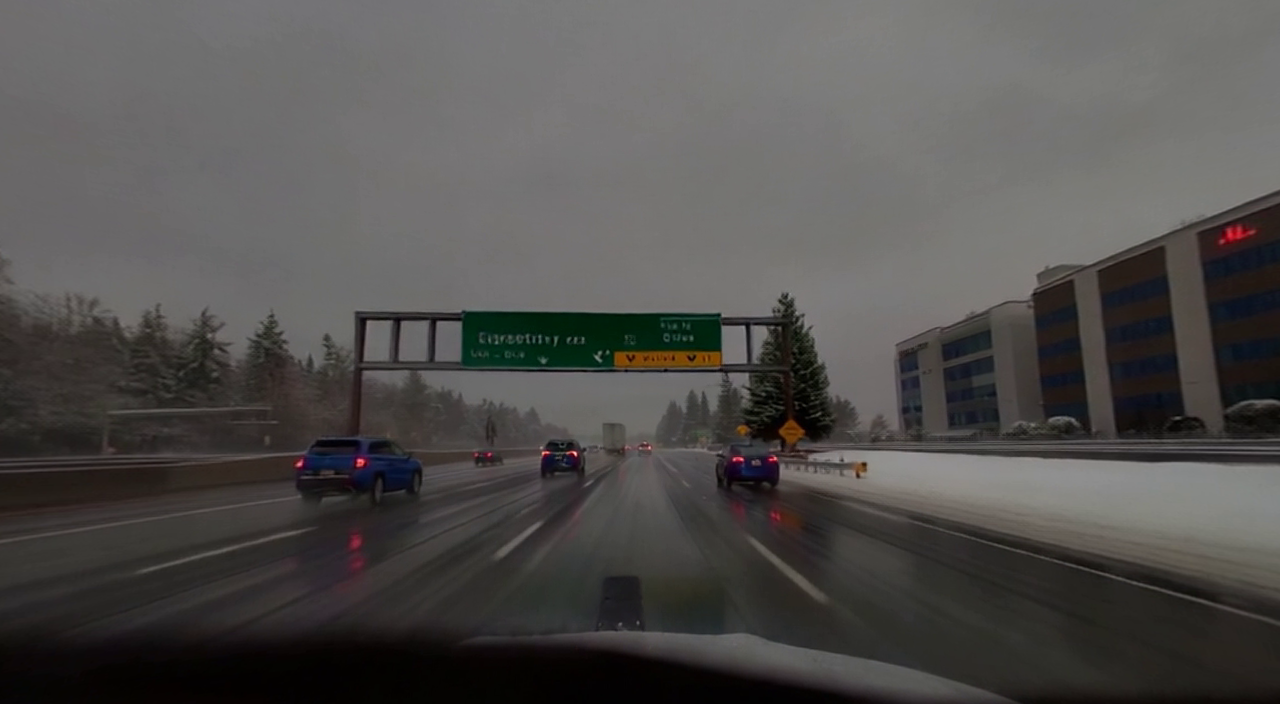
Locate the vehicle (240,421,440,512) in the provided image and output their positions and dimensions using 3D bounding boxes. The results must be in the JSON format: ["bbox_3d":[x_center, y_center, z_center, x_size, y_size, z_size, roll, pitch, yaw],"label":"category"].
[{"bbox_3d":[-7.070,2.787,15.762,2.314,1.842,5.279,0,-9,1],"label":"vehicle"}]

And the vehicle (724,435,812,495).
[{"bbox_3d":[4.091,3.697,20.991,2.101,1.742,4.495,0,-9,2],"label":"vehicle"}]

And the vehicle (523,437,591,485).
[{"bbox_3d":[-3.258,4.378,25.638,2.111,1.742,4.315,0,-9,1],"label":"vehicle"}]

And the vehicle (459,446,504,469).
[{"bbox_3d":[-10.889,7.264,43.524,1.919,1.509,4.265,0,-9,1],"label":"vehicle"}]
